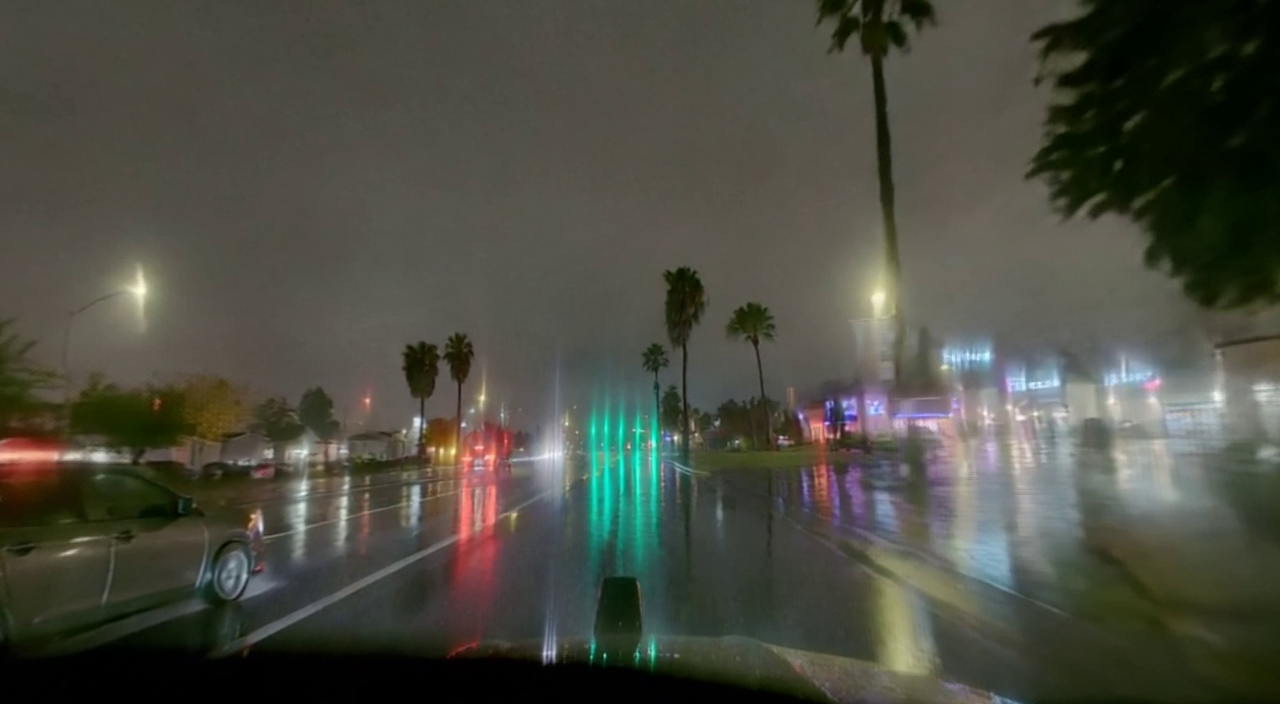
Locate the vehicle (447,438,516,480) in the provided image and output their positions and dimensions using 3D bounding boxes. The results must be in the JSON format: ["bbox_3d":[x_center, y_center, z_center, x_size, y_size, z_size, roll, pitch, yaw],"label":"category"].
[{"bbox_3d":[-7.460,5.073,30.119,2.136,1.844,4.363,0,-9,1],"label":"vehicle"}]

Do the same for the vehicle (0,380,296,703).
[{"bbox_3d":[-4.182,1.055,3.599,2.041,1.666,4.182,0,-9,0],"label":"vehicle"}]

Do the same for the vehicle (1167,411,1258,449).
[{"bbox_3d":[29.644,4.089,32.546,4.264,1.791,2.133,5,-10,-30],"label":"vehicle"}]
